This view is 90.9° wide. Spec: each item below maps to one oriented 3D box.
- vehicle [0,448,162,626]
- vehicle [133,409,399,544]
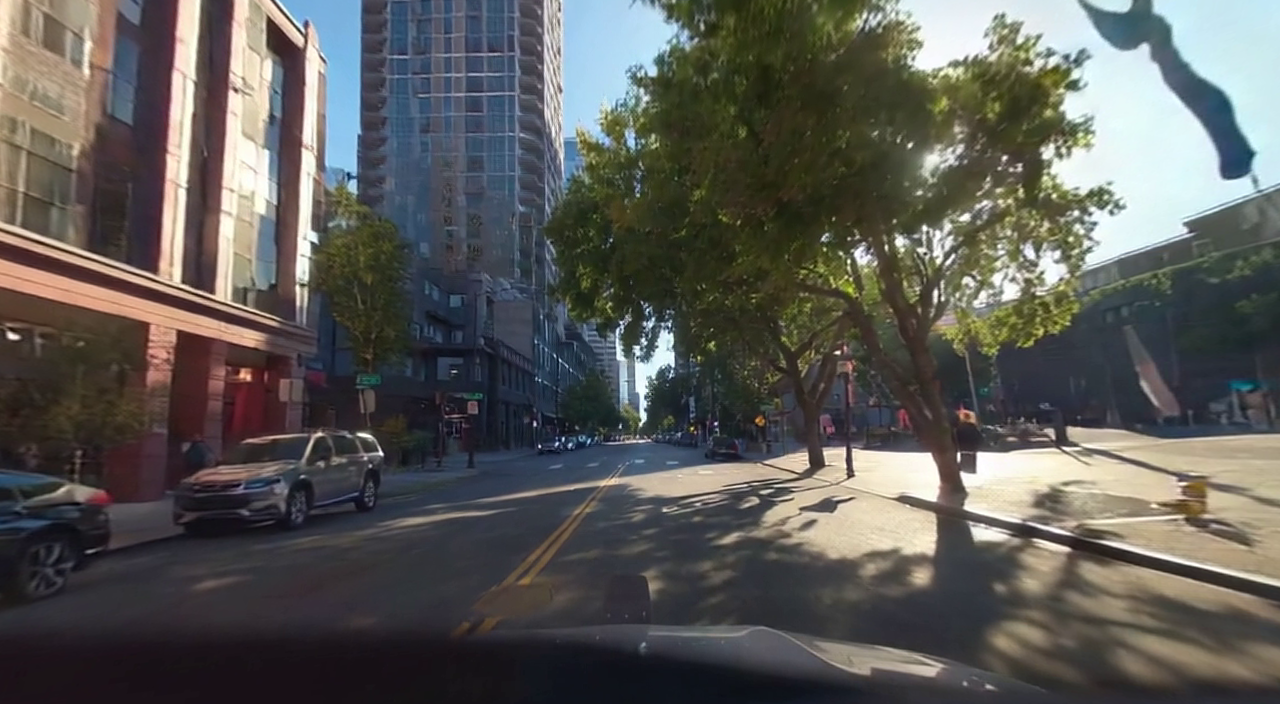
[{"bbox_3d":[-6.735,1.626,5.008,2.270,1.539,4.855,-4,-9,-2],"label":"vehicle"},{"bbox_3d":[-6.668,2.272,12.127,2.273,1.871,4.920,-4,-9,-2],"label":"vehicle"}]
